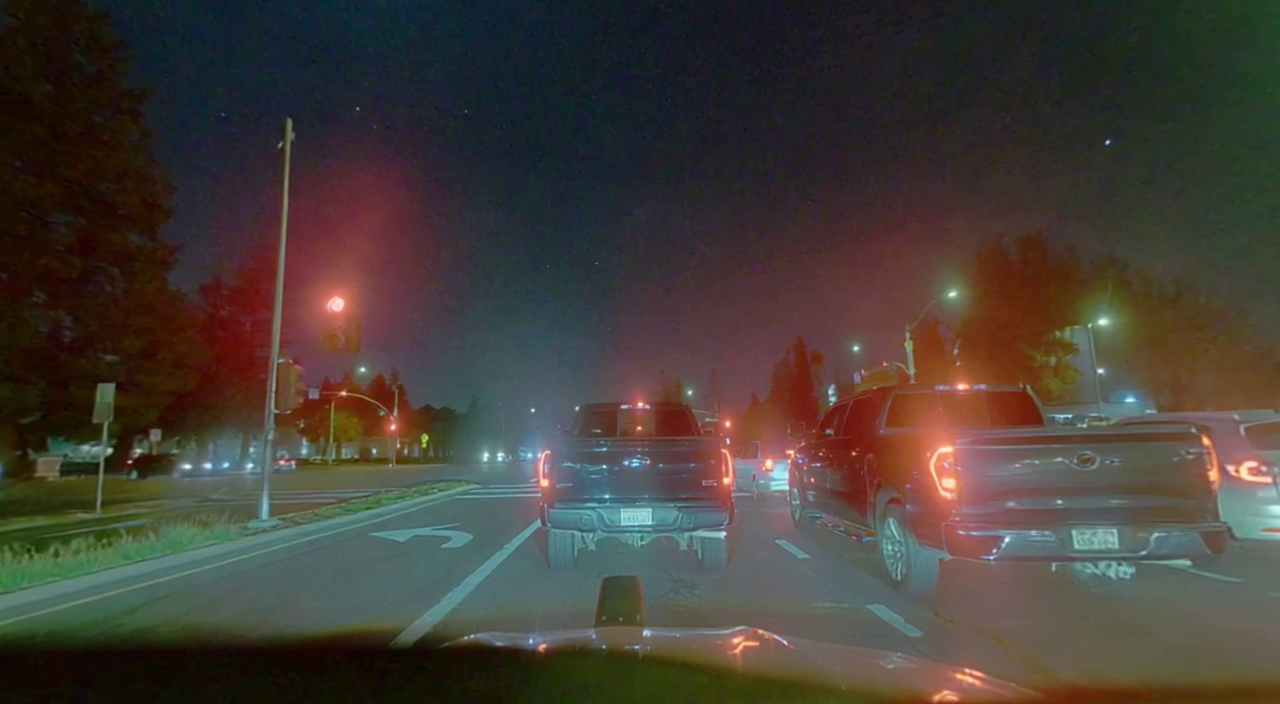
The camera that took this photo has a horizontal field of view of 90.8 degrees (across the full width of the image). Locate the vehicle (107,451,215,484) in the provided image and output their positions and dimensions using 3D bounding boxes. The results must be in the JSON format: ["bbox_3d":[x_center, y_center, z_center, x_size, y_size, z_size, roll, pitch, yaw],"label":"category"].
[{"bbox_3d":[-26.378,6.334,35.018,4.437,1.669,1.936,5,-10,-30],"label":"vehicle"}]

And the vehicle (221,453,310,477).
[{"bbox_3d":[-24.860,7.523,42.113,4.610,1.482,1.940,1,-9,-10],"label":"vehicle"}]

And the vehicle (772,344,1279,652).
[{"bbox_3d":[3.312,1.333,6.922,2.412,1.953,5.682,0,-9,-1],"label":"vehicle"}]

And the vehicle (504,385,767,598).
[{"bbox_3d":[-0.062,1.570,8.005,2.240,1.821,5.001,0,-9,-1],"label":"vehicle"}]
